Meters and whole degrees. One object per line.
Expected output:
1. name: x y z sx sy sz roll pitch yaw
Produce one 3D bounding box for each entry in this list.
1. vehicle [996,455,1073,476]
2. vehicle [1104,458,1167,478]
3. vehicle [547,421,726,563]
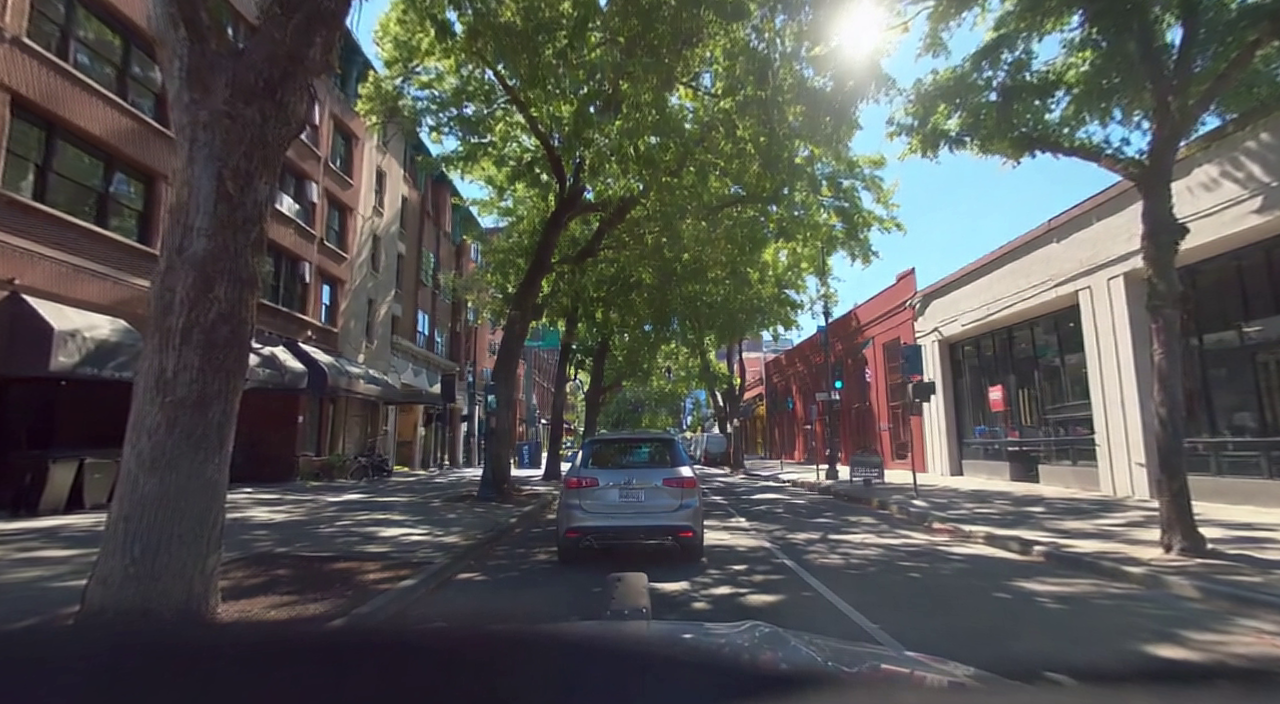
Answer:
1. vehicle: 29.814 8.597 47.723 4.668 1.441 1.904 1 -9 -6
2. vehicle: 37.462 8.746 47.676 3.445 1.363 1.608 2 -9 -1
3. vehicle: -0.084 1.912 9.327 2.079 1.621 3.861 0 -8 -1
